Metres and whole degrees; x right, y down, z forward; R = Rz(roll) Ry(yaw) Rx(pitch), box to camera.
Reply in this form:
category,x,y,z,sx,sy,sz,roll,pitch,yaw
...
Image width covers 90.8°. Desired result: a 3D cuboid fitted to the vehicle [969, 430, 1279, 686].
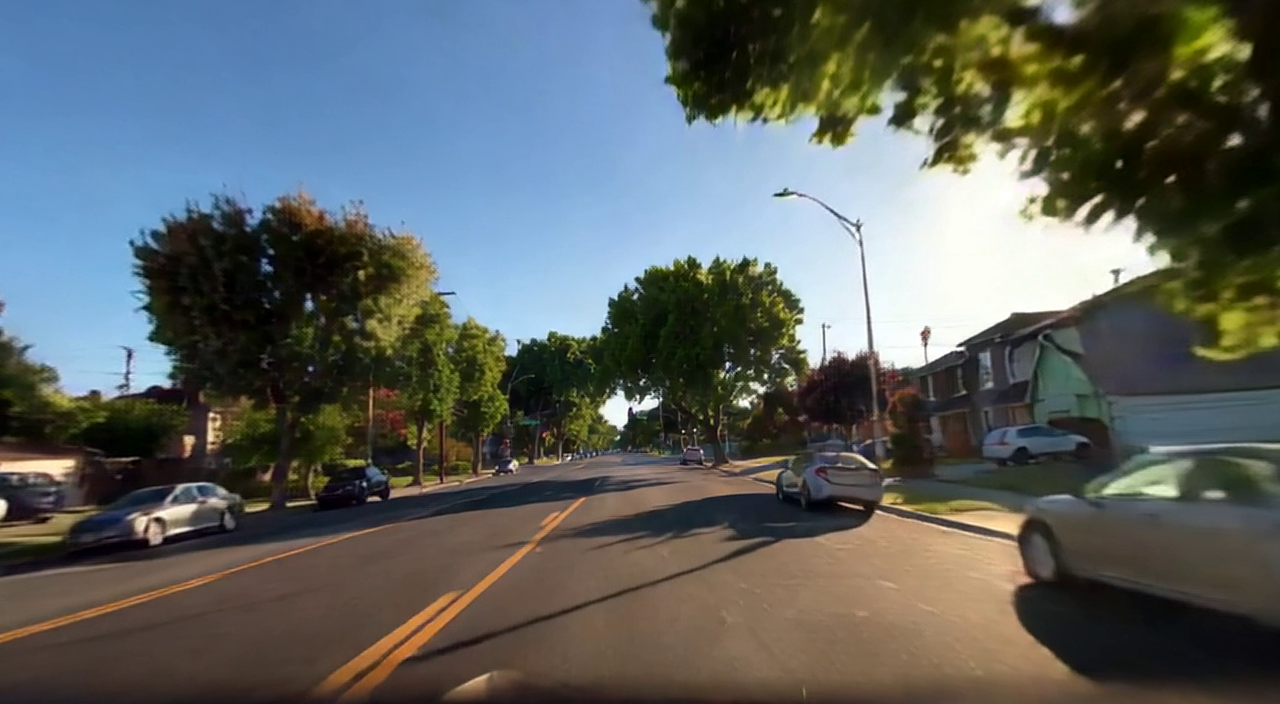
category,x,y,z,sx,sy,sz,roll,pitch,yaw
vehicle,4.680,1.360,4.791,2.010,1.461,4.247,0,-9,-1

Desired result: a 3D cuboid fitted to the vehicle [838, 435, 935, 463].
category,x,y,z,sx,sy,sz,roll,pitch,yaw
vehicle,13.420,5.317,34.573,4.564,1.437,1.796,-1,-9,0

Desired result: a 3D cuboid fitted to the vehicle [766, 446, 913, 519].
category,x,y,z,sx,sy,sz,roll,pitch,yaw
vehicle,4.514,3.011,15.074,2.063,1.444,4.217,0,-9,-1

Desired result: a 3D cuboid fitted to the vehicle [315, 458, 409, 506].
category,x,y,z,sx,sy,sz,roll,pitch,yaw
vehicle,-11.445,5.355,26.365,1.977,1.753,4.278,-1,-9,0

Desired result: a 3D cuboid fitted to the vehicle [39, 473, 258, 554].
category,x,y,z,sx,sy,sz,roll,pitch,yaw
vehicle,-11.394,3.736,15.113,1.867,1.471,4.139,-1,-9,1
